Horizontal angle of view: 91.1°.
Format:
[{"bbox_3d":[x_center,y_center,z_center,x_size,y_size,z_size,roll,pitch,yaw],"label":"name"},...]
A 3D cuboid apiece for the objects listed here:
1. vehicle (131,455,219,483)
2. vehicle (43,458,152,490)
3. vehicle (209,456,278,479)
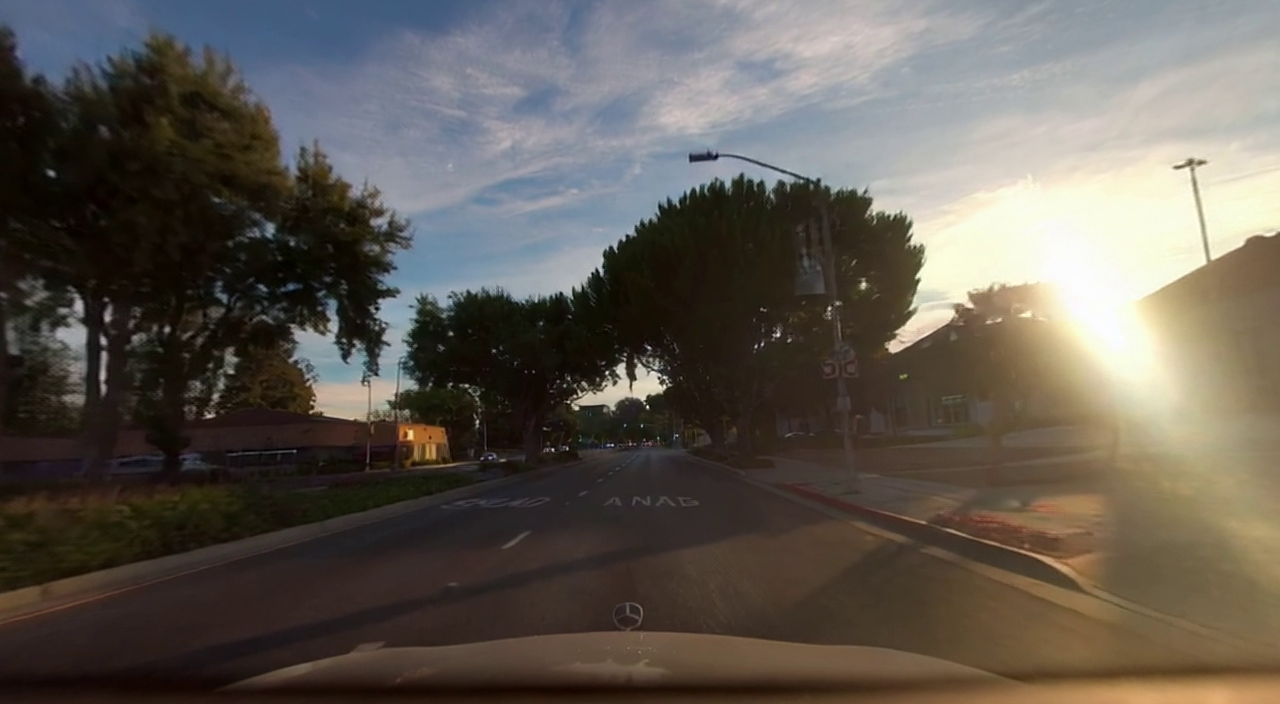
[{"bbox_3d":[-28.064,7.046,37.977,3.664,1.564,2.023,0,-9,1],"label":"vehicle"},{"bbox_3d":[-27.566,6.205,31.988,3.797,1.527,1.830,0,-9,0],"label":"vehicle"},{"bbox_3d":[-27.384,7.944,43.370,3.592,1.501,1.697,0,-9,2],"label":"vehicle"}]
